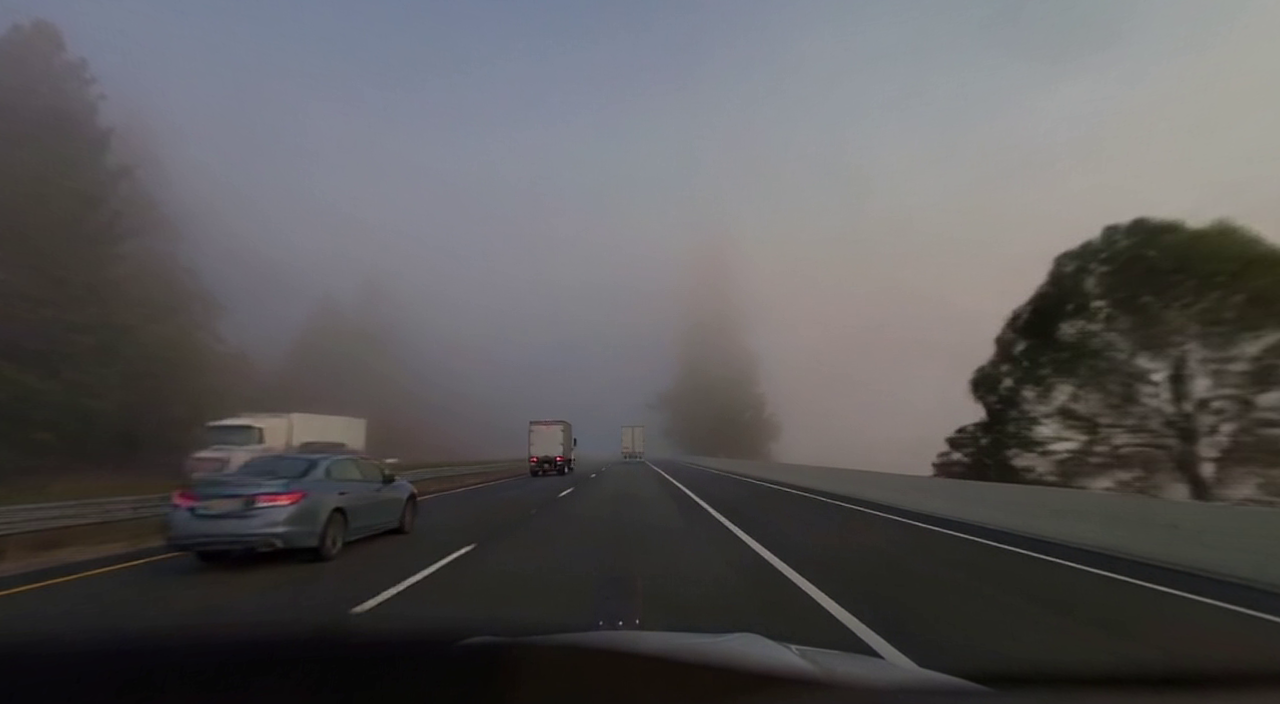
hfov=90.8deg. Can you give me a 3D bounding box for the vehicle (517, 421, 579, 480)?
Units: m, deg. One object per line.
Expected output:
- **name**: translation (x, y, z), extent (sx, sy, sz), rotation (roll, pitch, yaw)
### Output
- **vehicle**: translation (-4.714, 5.205, 33.392), extent (2.368, 2.813, 6.329), rotation (0, -9, -1)

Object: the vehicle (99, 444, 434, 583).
- **vehicle**: translation (-4.781, 2.105, 9.147), extent (1.979, 1.459, 4.643), rotation (0, -9, 1)
